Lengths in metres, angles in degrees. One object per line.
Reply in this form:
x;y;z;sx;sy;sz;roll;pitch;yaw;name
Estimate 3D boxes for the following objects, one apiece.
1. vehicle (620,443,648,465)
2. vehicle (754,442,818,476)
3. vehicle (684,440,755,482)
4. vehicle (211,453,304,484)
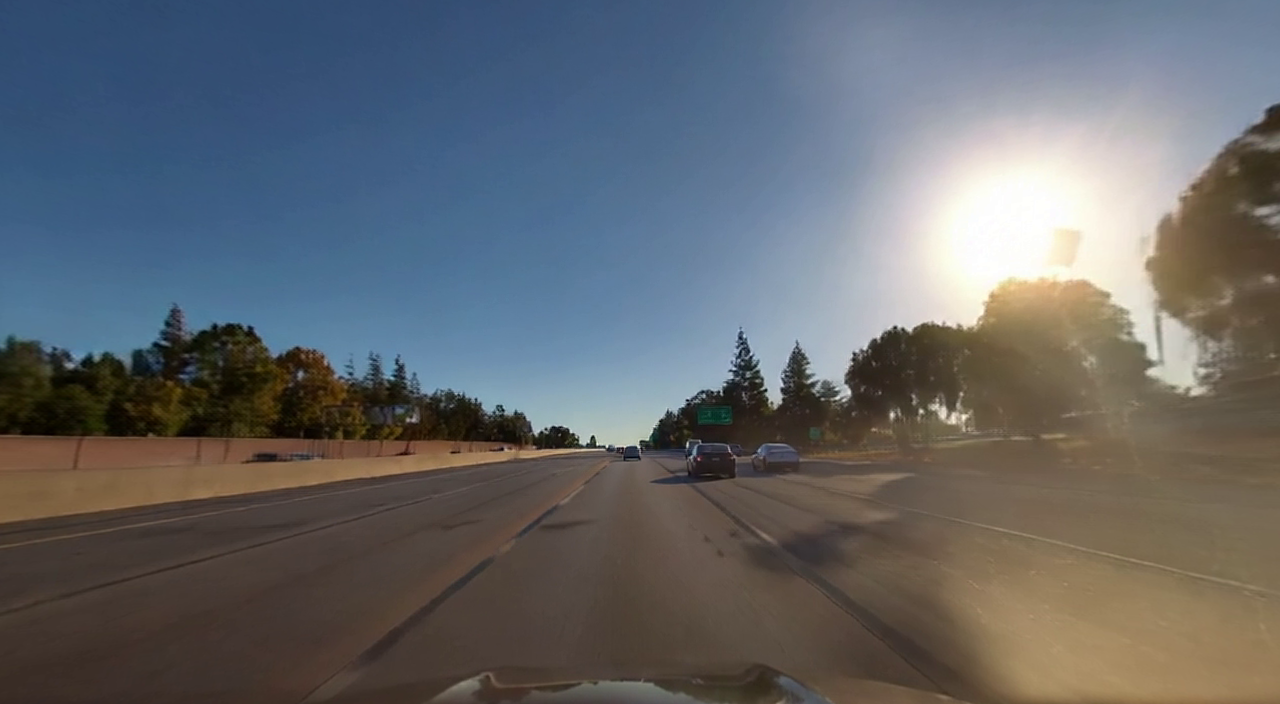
-0.513;7.786;48.354;2.029;1.595;4.207;0;-9;-2;vehicle
6.998;5.155;30.764;1.946;1.497;4.467;0;-9;-2;vehicle
3.057;4.309;25.297;2.076;1.472;4.562;0;-9;-2;vehicle
-20.066;6.089;33.420;1.998;1.460;4.654;0;-9;0;vehicle
